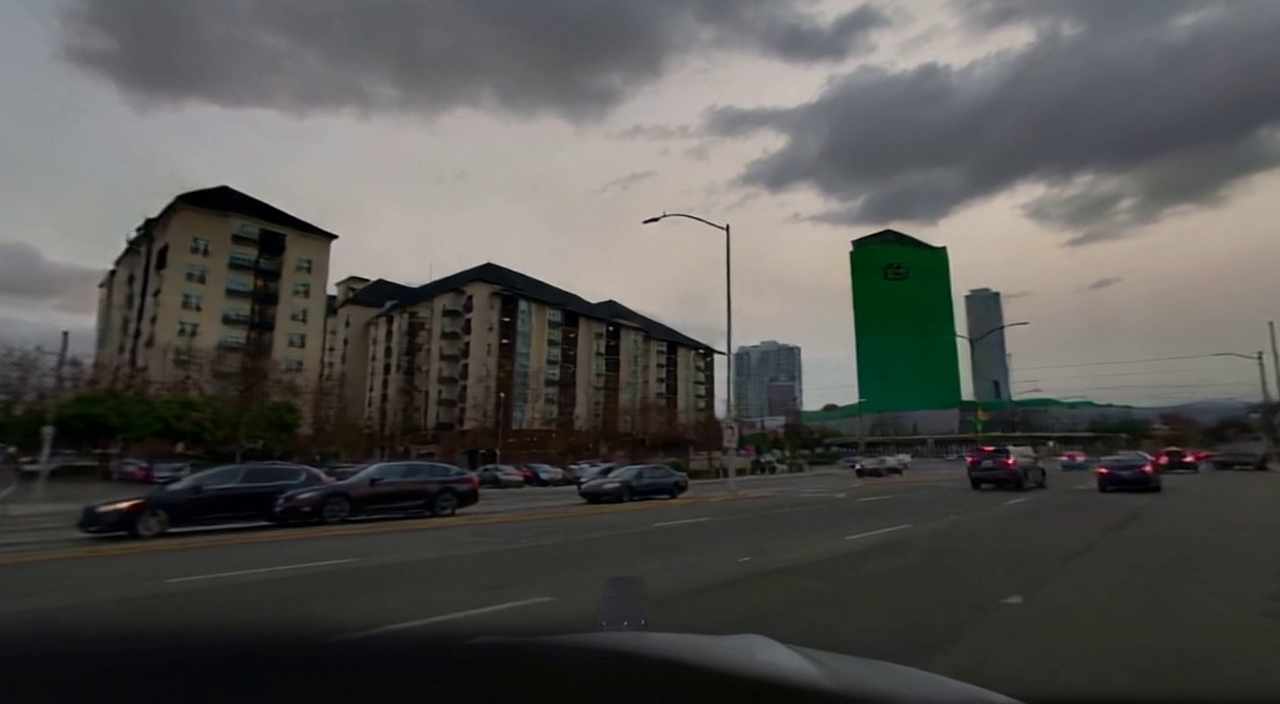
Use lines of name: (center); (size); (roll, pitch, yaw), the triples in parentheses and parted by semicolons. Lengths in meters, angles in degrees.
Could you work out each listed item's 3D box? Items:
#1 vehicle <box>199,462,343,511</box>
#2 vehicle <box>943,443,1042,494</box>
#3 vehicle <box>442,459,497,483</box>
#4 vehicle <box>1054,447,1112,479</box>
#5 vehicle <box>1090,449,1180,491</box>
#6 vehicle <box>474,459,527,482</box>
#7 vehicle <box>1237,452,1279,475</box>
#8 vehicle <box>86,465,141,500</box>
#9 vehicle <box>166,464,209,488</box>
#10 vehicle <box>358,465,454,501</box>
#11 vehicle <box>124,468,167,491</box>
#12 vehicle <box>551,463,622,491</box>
vehicle: (-16.392, 5.920, 28.204); (5.127, 1.803, 2.011); (8, -12, -44)
vehicle: (13.262, 4.278, 23.584); (2.031, 1.692, 4.284); (-9, -12, 44)
vehicle: (-12.097, 8.395, 44.635); (2.133, 1.494, 4.108); (7, -11, -41)
vehicle: (24.855, 6.169, 35.299); (4.011, 1.697, 1.857); (8, -12, -44)
vehicle: (19.536, 4.565, 24.783); (4.710, 1.444, 2.041); (8, -12, -44)
vehicle: (-10.309, 8.708, 46.416); (2.113, 1.502, 3.990); (7, -11, -41)
vehicle: (42.595, 7.612, 43.323); (1.981, 1.449, 4.533); (-8, -11, 41)
vehicle: (-26.356, 6.449, 31.480); (1.845, 1.509, 3.855); (7, -11, -41)
vehicle: (-33.126, 9.001, 46.095); (1.871, 1.550, 3.951); (8, -12, -44)
vehicle: (-12.096, 6.770, 32.777); (1.884, 1.575, 4.215); (-8, -12, 42)
vehicle: (-34.680, 8.885, 44.159); (1.914, 1.424, 3.588); (8, -12, -43)
vehicle: (-3.510, 8.263, 42.018); (1.875, 1.600, 4.604); (-8, -12, 42)
